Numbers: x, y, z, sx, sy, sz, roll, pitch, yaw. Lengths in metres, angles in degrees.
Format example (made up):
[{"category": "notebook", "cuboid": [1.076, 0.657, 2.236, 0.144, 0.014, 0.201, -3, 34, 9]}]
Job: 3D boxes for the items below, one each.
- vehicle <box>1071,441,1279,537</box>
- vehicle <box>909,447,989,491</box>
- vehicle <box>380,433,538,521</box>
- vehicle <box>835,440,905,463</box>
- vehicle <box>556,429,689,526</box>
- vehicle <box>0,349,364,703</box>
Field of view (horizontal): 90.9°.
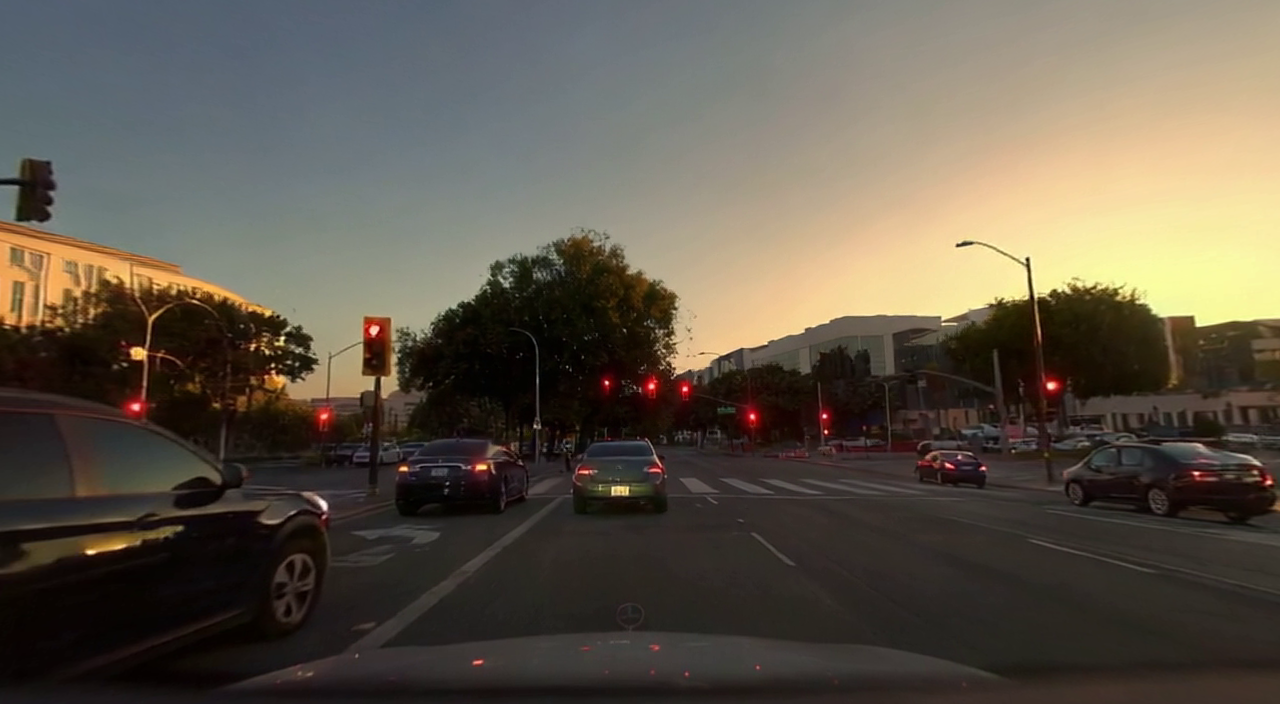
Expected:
[{"category": "vehicle", "cuboid": [10.724, 2.463, 12.071, 1.936, 1.474, 4.331, 0, -8, 1]}, {"category": "vehicle", "cuboid": [12.488, 4.707, 25.739, 1.935, 1.435, 4.141, 3, -8, 12]}, {"category": "vehicle", "cuboid": [-3.461, 2.460, 12.995, 1.939, 1.474, 4.327, 0, -8, 0]}, {"category": "vehicle", "cuboid": [17.240, 7.431, 47.221, 5.064, 1.670, 1.966, 4, -10, -29]}, {"category": "vehicle", "cuboid": [-0.307, 2.252, 11.844, 2.059, 1.477, 3.988, 0, -8, -1]}, {"category": "vehicle", "cuboid": [-3.451, 0.955, 3.147, 2.057, 1.678, 4.639, 0, -8, 0]}]
